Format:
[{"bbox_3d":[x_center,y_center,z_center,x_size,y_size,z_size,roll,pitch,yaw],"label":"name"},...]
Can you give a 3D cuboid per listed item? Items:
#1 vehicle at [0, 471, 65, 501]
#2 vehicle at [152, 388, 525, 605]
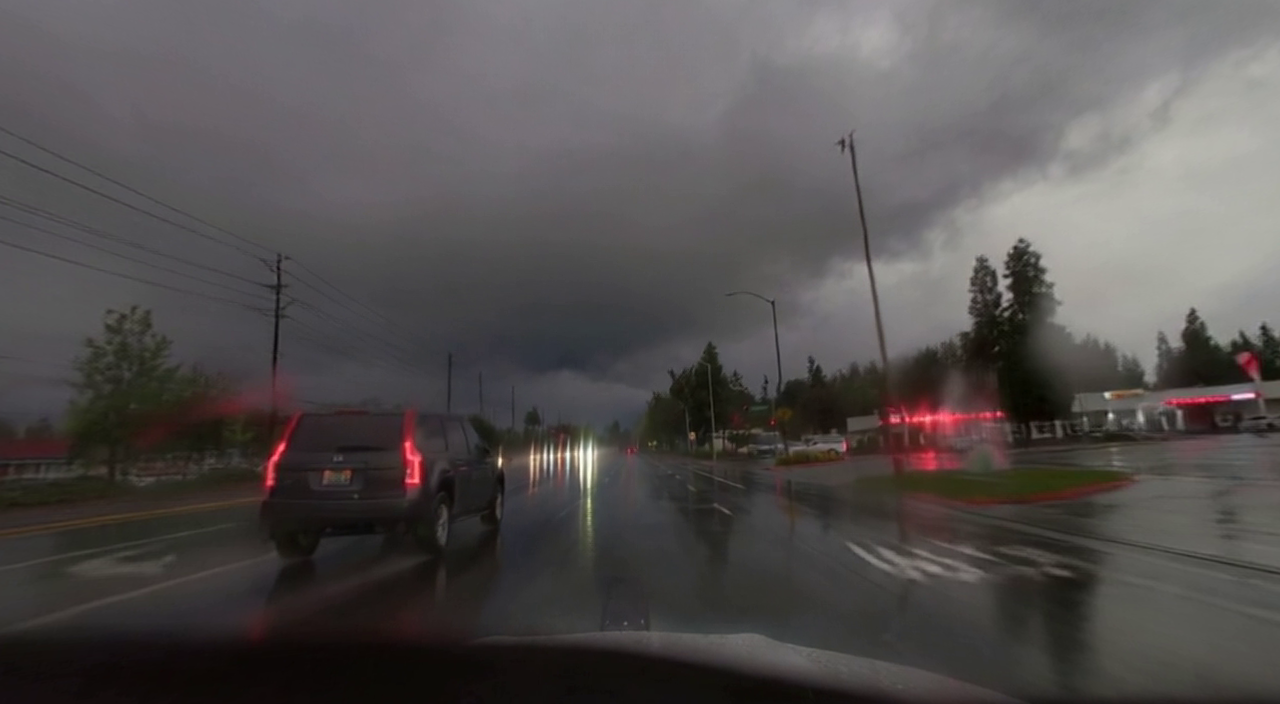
[{"bbox_3d":[-44.354,9.414,44.414,5.146,1.938,2.144,2,-11,-5],"label":"vehicle"},{"bbox_3d":[-3.034,1.600,7.859,2.190,1.844,4.751,0,-9,1],"label":"vehicle"}]
